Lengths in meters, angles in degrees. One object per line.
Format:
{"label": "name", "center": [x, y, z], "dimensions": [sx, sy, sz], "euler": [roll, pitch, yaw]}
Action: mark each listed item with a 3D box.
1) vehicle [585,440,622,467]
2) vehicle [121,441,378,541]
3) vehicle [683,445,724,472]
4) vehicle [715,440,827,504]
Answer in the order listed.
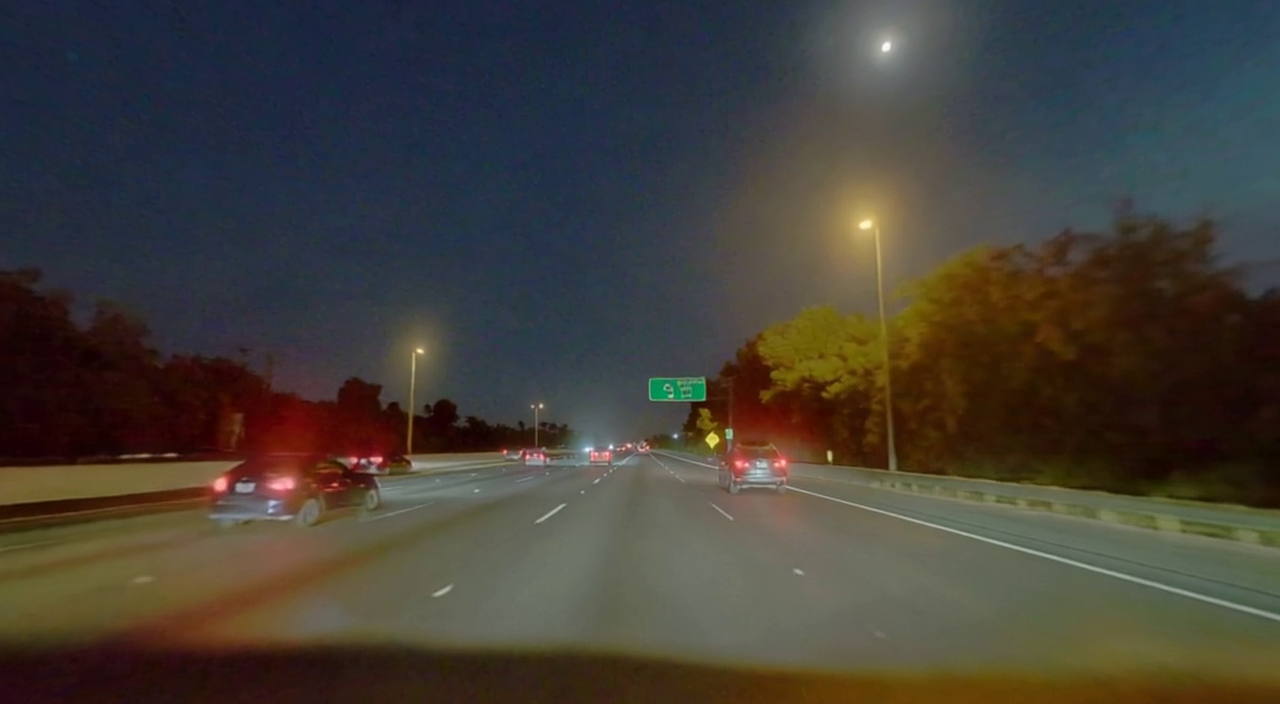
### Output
{"label": "vehicle", "center": [-2.746, 7.846, 48.740], "dimensions": [2.449, 1.929, 5.503], "euler": [0, -9, 0]}
{"label": "vehicle", "center": [-7.080, 2.516, 12.197], "dimensions": [1.977, 1.529, 4.616], "euler": [0, -9, 0]}
{"label": "vehicle", "center": [3.729, 6.327, 37.558], "dimensions": [1.929, 1.485, 4.482], "euler": [0, -9, 0]}
{"label": "vehicle", "center": [3.445, 3.251, 17.546], "dimensions": [2.126, 1.529, 4.438], "euler": [0, -9, 0]}
